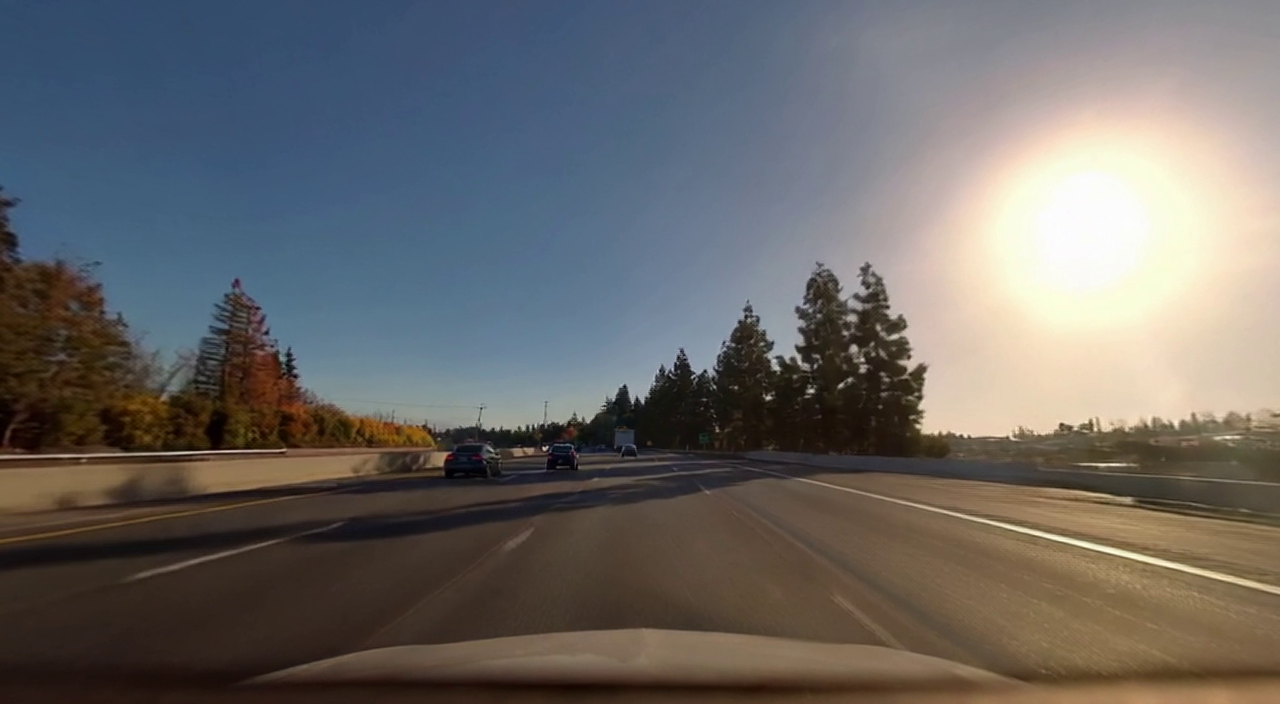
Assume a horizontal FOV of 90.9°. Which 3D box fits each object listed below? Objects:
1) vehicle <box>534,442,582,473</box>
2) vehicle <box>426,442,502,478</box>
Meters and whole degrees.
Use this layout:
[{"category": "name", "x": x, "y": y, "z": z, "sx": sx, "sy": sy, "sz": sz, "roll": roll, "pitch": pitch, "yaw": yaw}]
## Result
[{"category": "vehicle", "x": -4.069, "y": 5.311, "z": 31.943, "sx": 1.936, "sy": 1.465, "sz": 4.060, "roll": 0, "pitch": -8, "yaw": 0}, {"category": "vehicle", "x": -7.731, "y": 4.764, "z": 28.215, "sx": 2.038, "sy": 1.463, "sz": 4.656, "roll": 0, "pitch": -8, "yaw": 0}]
